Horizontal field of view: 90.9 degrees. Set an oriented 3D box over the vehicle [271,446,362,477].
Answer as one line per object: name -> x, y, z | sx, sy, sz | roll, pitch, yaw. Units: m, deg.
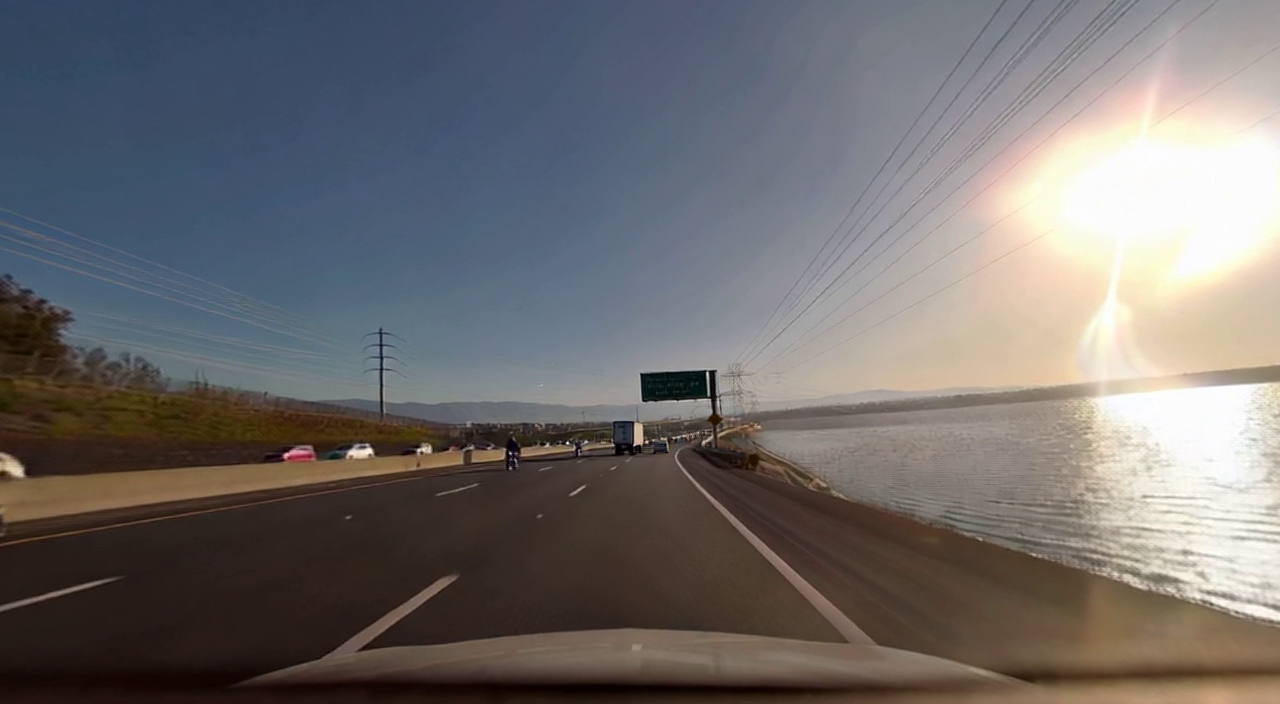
vehicle -> -16.549, 5.603, 32.542 | 2.164, 1.462, 4.489 | -1, -8, 2
